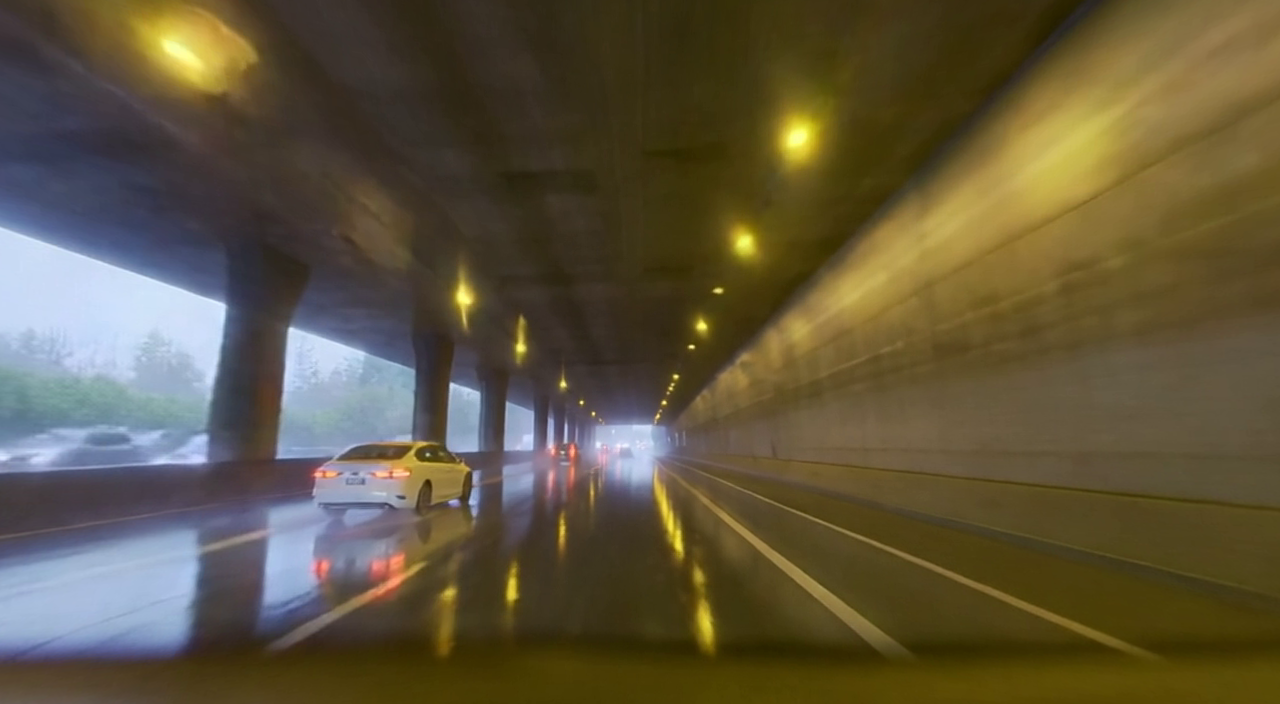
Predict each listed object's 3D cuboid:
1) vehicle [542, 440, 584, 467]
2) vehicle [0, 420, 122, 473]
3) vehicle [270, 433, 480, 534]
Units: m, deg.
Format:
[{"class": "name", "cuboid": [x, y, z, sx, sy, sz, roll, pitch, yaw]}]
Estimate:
[{"class": "vehicle", "cuboid": [-4.477, 5.952, 37.155, 1.973, 1.474, 4.199, 0, -8, -1]}, {"class": "vehicle", "cuboid": [-19.985, 3.121, 20.854, 1.874, 1.552, 4.455, 0, -8, -1]}, {"class": "vehicle", "cuboid": [-4.358, 2.199, 11.204, 1.885, 1.424, 4.230, -1, -8, 0]}]
